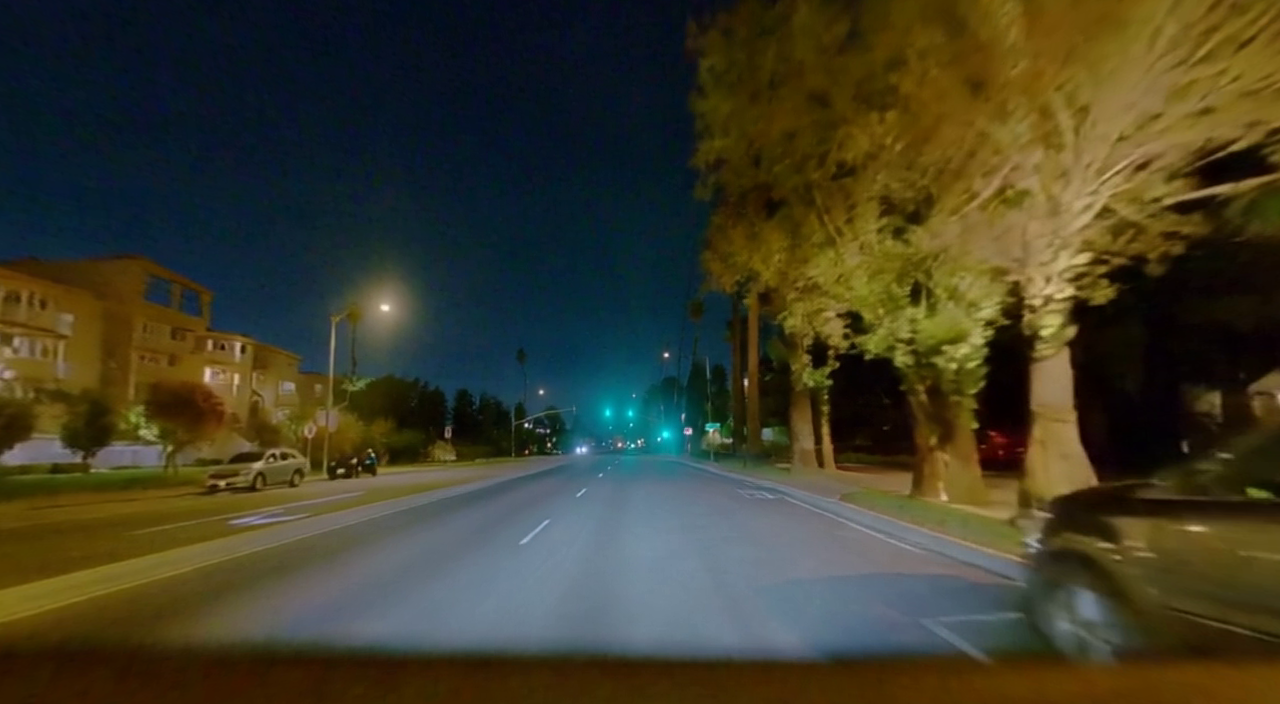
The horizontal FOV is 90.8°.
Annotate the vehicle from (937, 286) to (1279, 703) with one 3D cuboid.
[{"bbox_3d":[3.446,0.699,1.972,2.386,1.916,5.167,0,-9,-2],"label":"vehicle"}]

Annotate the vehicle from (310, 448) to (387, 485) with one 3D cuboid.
[{"bbox_3d":[-14.554,5.691,31.803,1.890,1.568,4.444,-2,-7,-2],"label":"vehicle"}]

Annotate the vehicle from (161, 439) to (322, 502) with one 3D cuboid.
[{"bbox_3d":[-14.197,4.170,23.090,2.245,1.904,5.805,-1,-7,-2],"label":"vehicle"}]
